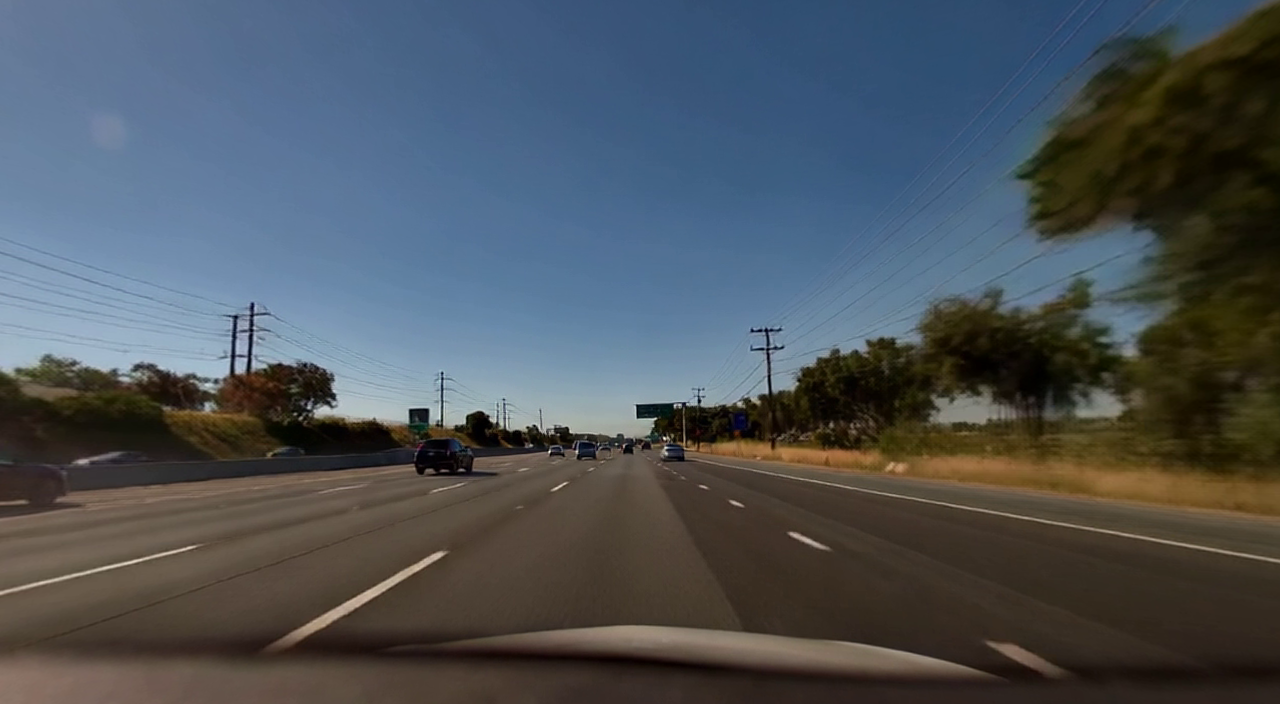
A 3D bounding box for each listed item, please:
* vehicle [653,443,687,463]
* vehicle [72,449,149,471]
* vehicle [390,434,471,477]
[{"bbox_3d":[2.150,7.434,46.721,2.015,1.391,3.897,1,-9,-5],"label":"vehicle"},{"bbox_3d":[-38.738,7.896,46.379,1.767,1.496,4.501,0,-9,-1],"label":"vehicle"},{"bbox_3d":[-9.681,4.842,29.770,2.115,1.799,5.444,0,-9,-2],"label":"vehicle"}]
